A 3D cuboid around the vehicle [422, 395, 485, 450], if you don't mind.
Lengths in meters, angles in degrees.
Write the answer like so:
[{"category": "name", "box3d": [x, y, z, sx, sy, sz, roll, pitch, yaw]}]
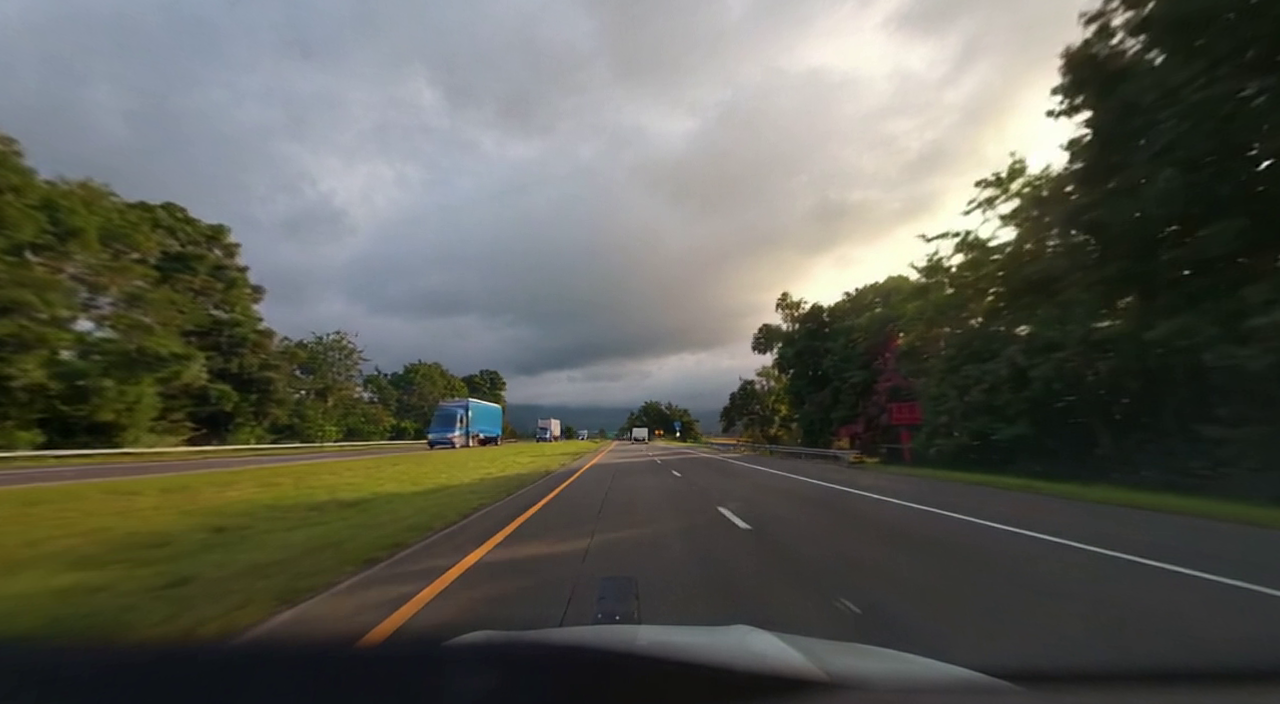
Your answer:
[{"category": "vehicle", "box3d": [-13.975, 5.393, 47.786, 3.008, 3.852, 6.229, 0, -8, -3]}]
